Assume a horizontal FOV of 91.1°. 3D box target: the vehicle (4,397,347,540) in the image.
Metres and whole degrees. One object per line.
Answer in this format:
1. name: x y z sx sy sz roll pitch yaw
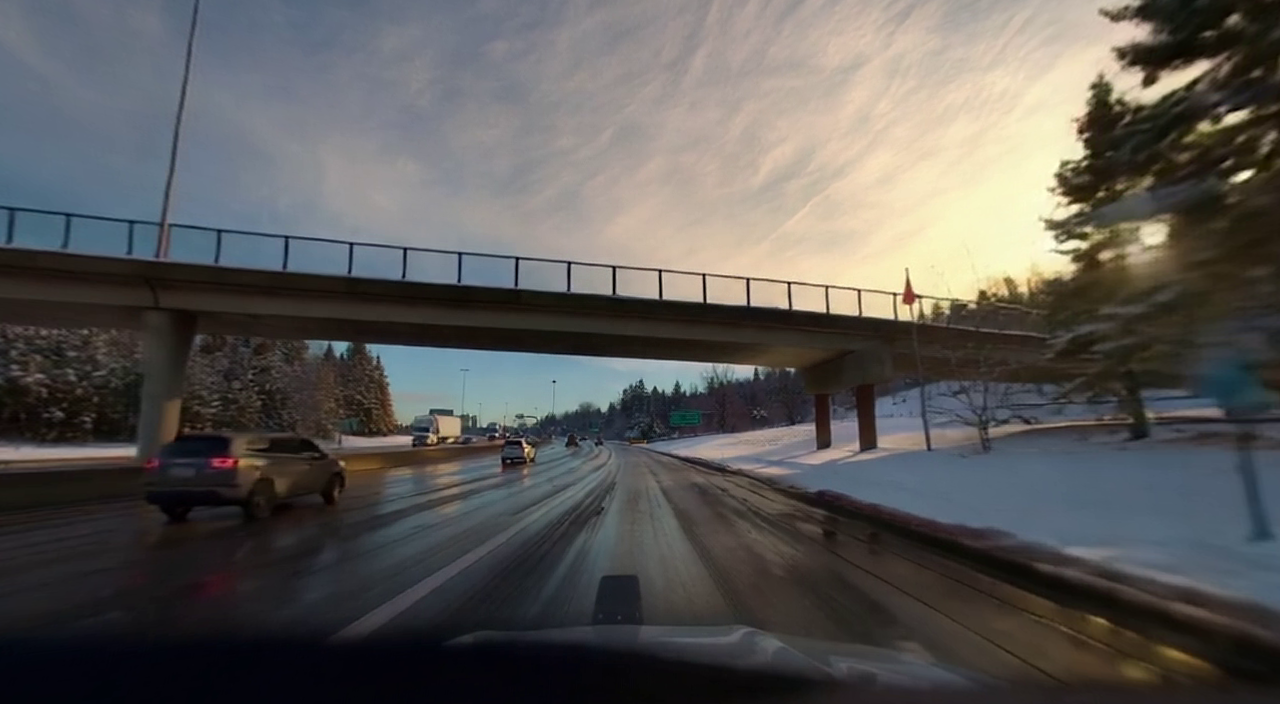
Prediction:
1. vehicle: -7.355 1.886 10.867 2.188 1.896 4.810 0 -8 1

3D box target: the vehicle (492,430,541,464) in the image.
1. vehicle: -7.319 5.666 37.657 1.956 1.888 4.512 0 -8 1
